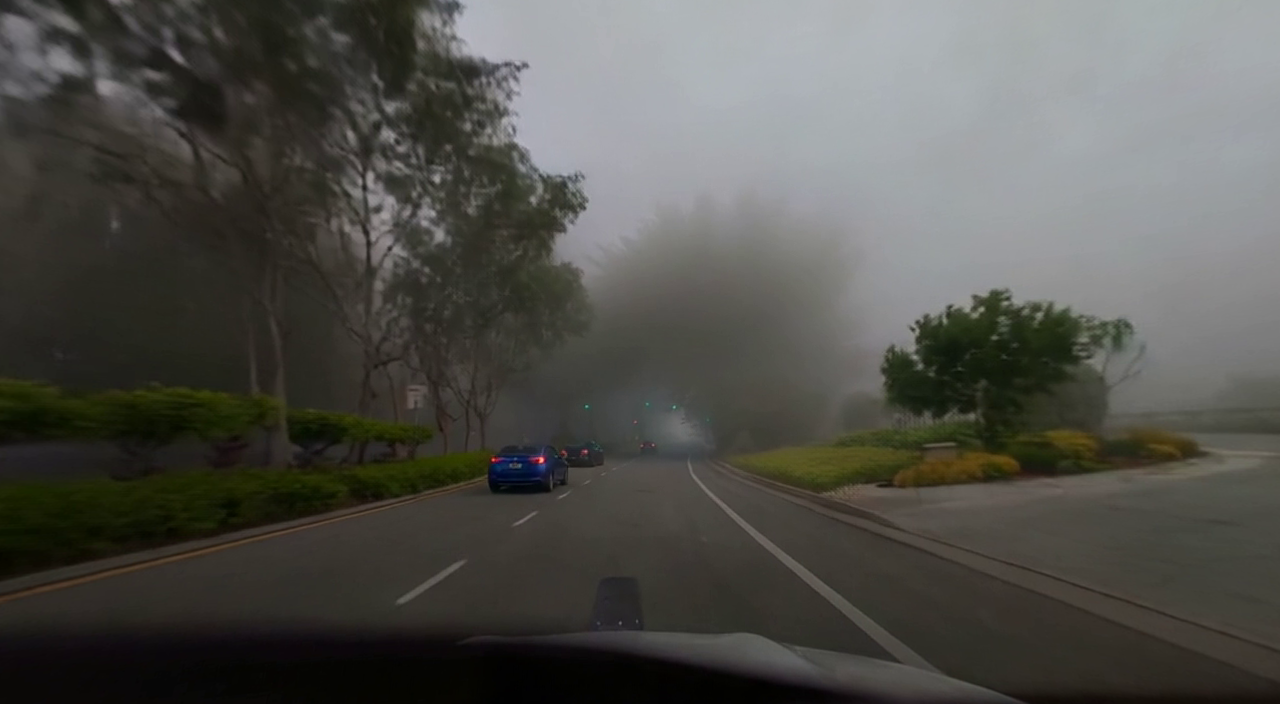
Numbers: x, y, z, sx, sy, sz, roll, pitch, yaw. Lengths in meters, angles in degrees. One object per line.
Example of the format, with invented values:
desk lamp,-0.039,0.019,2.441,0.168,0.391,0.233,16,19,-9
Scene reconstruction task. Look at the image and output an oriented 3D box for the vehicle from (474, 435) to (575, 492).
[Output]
vehicle,-3.314,3.331,19.217,2.038,1.486,4.678,0,-9,2
